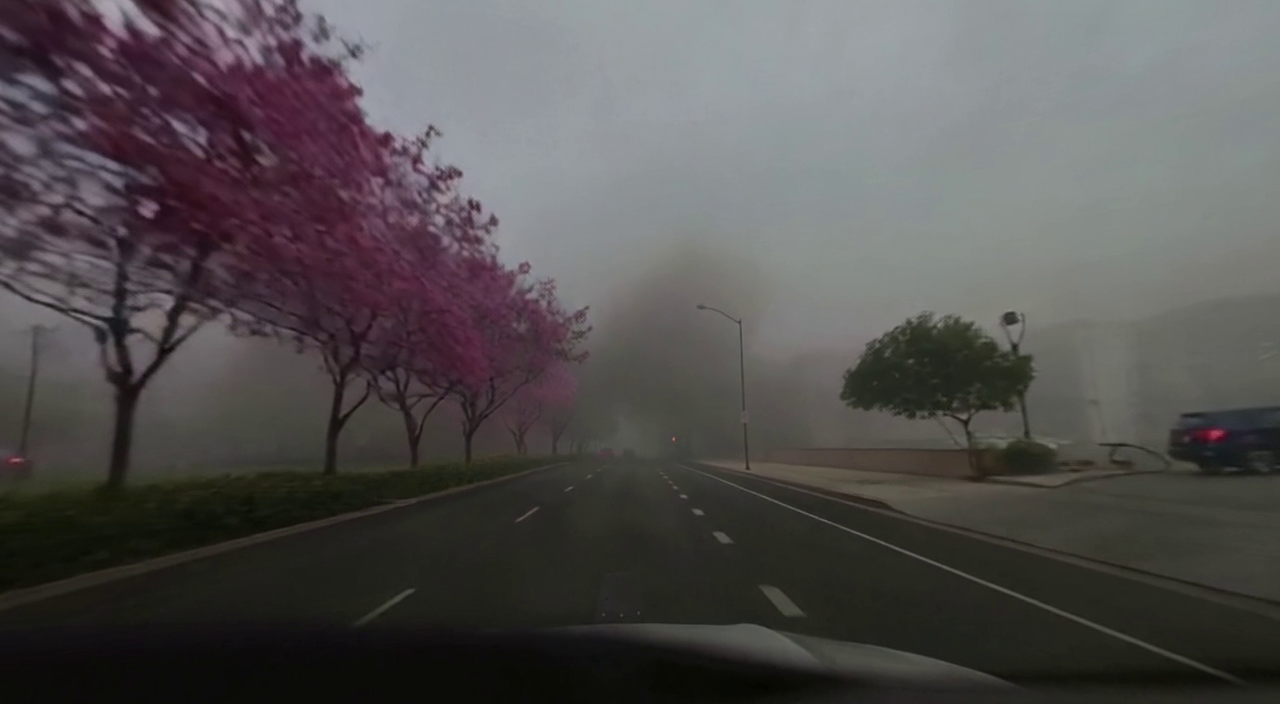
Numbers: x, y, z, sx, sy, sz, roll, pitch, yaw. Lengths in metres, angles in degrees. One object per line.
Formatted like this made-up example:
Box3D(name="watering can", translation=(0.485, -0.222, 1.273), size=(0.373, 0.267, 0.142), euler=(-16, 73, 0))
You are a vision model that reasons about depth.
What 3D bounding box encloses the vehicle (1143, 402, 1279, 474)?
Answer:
Box3D(name="vehicle", translation=(15.195, 2.032, 14.902), size=(4.877, 1.592, 1.913), euler=(0, -8, 2))
